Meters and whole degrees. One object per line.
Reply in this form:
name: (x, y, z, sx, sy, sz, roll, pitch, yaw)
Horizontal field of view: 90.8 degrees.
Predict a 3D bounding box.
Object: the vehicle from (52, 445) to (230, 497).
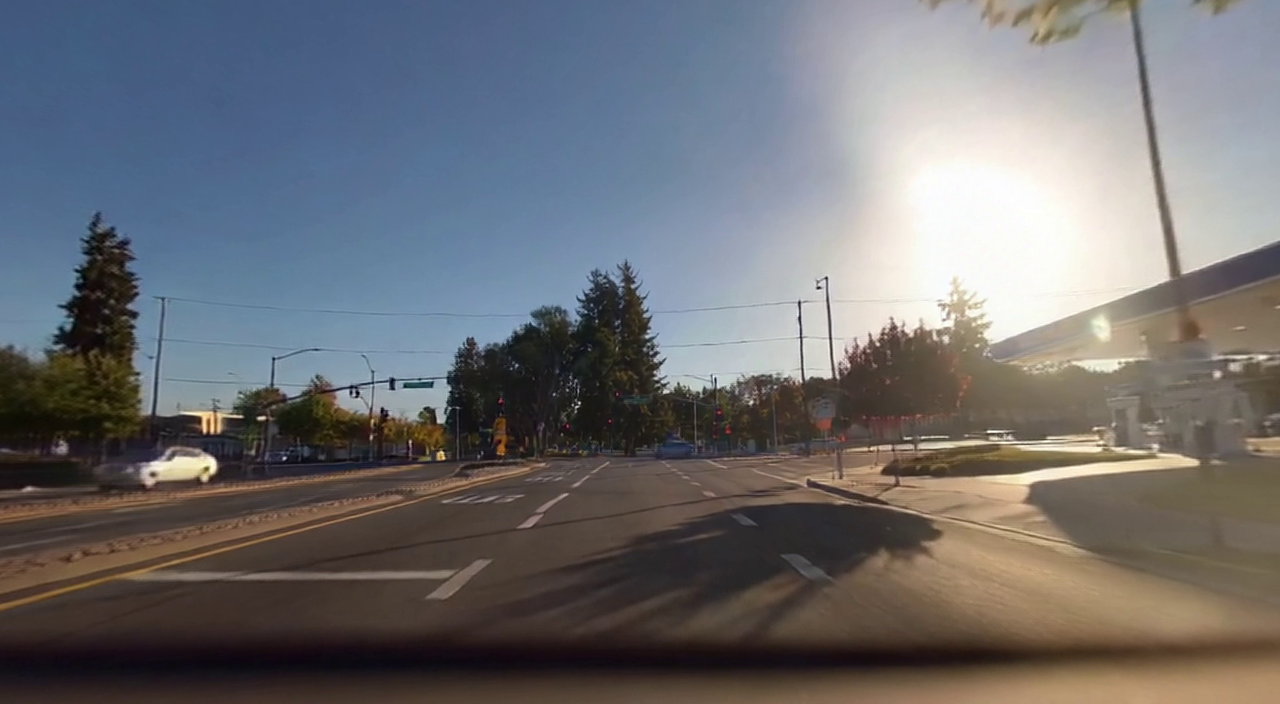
vehicle: (-16.241, 3.850, 20.953, 1.911, 1.478, 4.601, -1, -8, 4)
